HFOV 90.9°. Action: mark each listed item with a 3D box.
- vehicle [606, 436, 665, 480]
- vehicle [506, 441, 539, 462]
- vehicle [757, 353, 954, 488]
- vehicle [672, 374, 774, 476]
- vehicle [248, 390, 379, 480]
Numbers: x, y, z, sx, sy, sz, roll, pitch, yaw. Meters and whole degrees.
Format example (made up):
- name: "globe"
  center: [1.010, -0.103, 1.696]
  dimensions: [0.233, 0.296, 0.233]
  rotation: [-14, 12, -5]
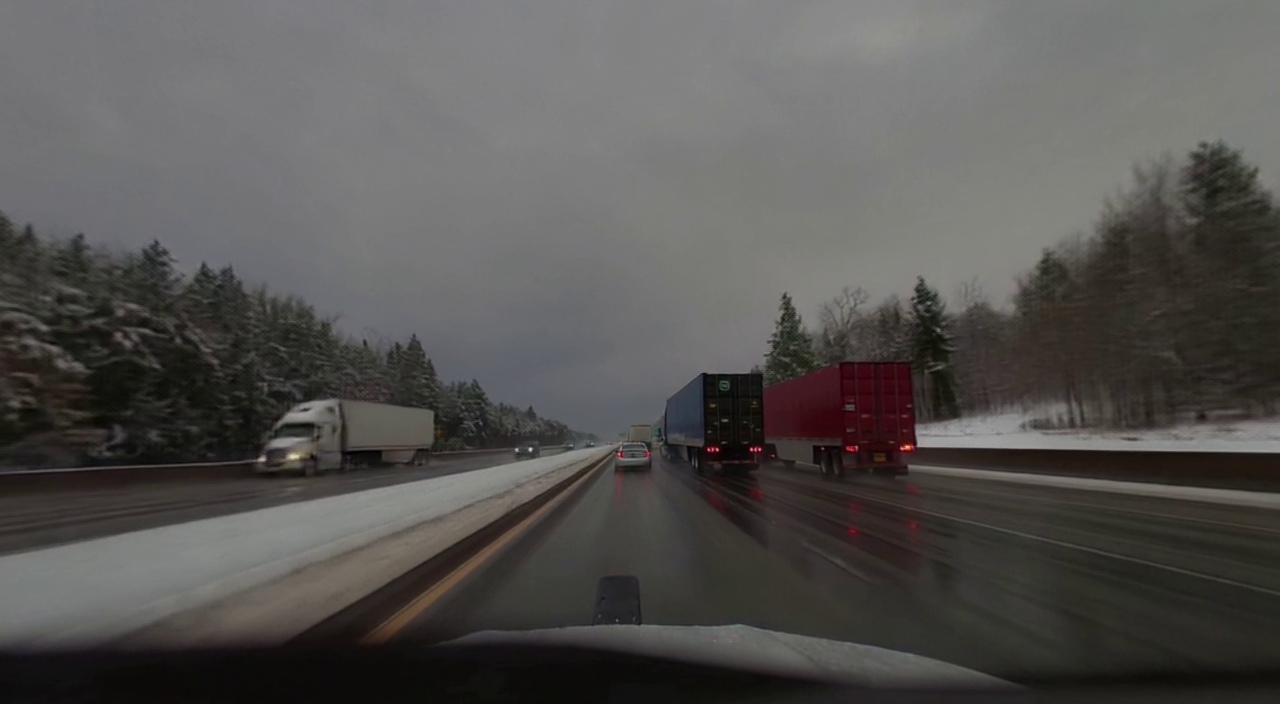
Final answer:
- name: "vehicle"
  center: [-0.201, 3.894, 23.544]
  dimensions: [2.038, 1.477, 3.773]
  rotation: [0, -8, -1]
- name: "vehicle"
  center: [-8.985, 7.559, 48.257]
  dimensions: [1.841, 1.488, 3.664]
  rotation: [0, -8, -1]
- name: "vehicle"
  center: [7.869, 2.987, 26.285]
  dimensions: [2.876, 4.111, 14.145]
  rotation: [0, -8, -1]
- name: "vehicle"
  center: [3.712, 3.872, 32.530]
  dimensions: [2.888, 4.099, 14.183]
  rotation: [0, -8, -2]
- name: "vehicle"
  center: [-16.917, 4.439, 33.387]
  dimensions: [3.135, 4.207, 7.042]
  rotation: [0, -8, -1]
